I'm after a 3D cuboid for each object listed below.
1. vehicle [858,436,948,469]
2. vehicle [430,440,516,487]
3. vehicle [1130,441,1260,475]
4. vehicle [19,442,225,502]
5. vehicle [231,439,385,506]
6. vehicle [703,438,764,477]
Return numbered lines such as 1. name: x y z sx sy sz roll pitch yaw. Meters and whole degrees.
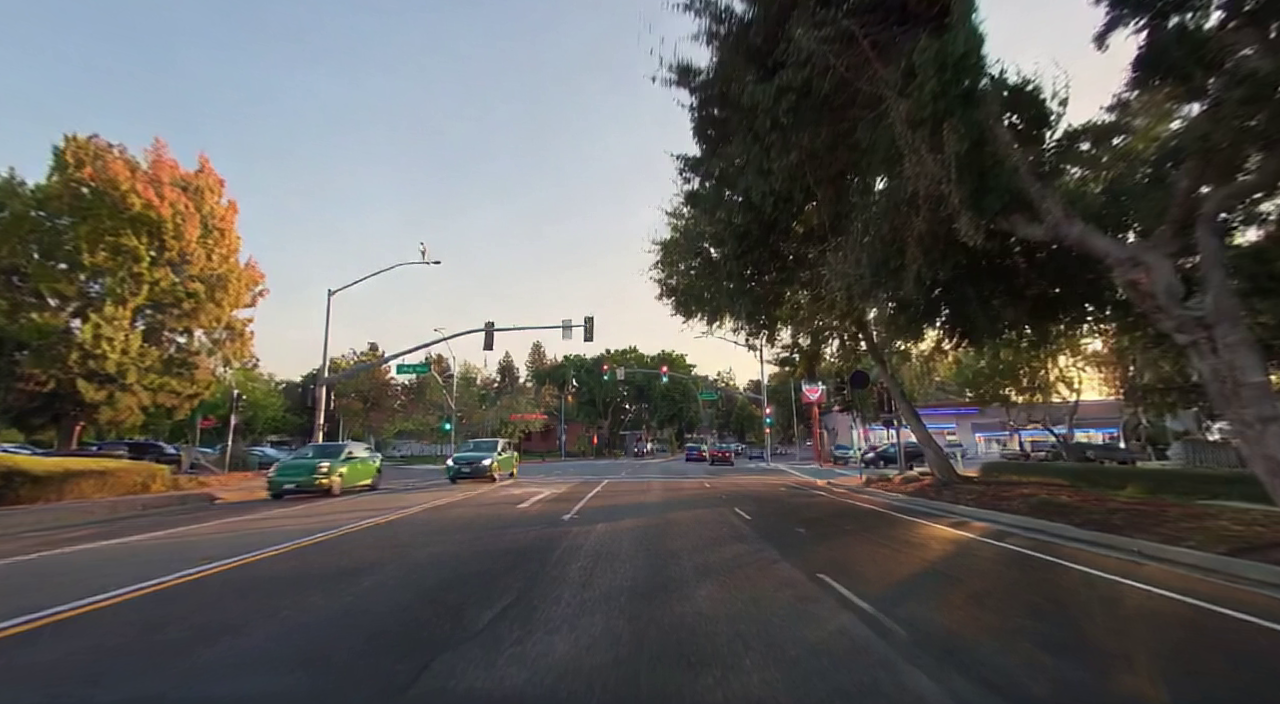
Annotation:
1. vehicle: 16.740 6.422 40.359 4.713 1.969 2.201 0 -9 2
2. vehicle: -5.886 3.971 22.696 2.052 1.543 3.719 0 -9 0
3. vehicle: 28.605 5.466 32.616 4.639 1.655 2.118 0 -9 0
4. vehicle: -16.230 3.749 19.987 4.612 1.689 2.098 0 -8 -2
5. vehicle: -9.828 3.573 19.191 2.150 1.774 4.459 0 -9 1
6. vehicle: 4.305 4.945 29.771 2.311 1.715 4.287 0 -9 1
